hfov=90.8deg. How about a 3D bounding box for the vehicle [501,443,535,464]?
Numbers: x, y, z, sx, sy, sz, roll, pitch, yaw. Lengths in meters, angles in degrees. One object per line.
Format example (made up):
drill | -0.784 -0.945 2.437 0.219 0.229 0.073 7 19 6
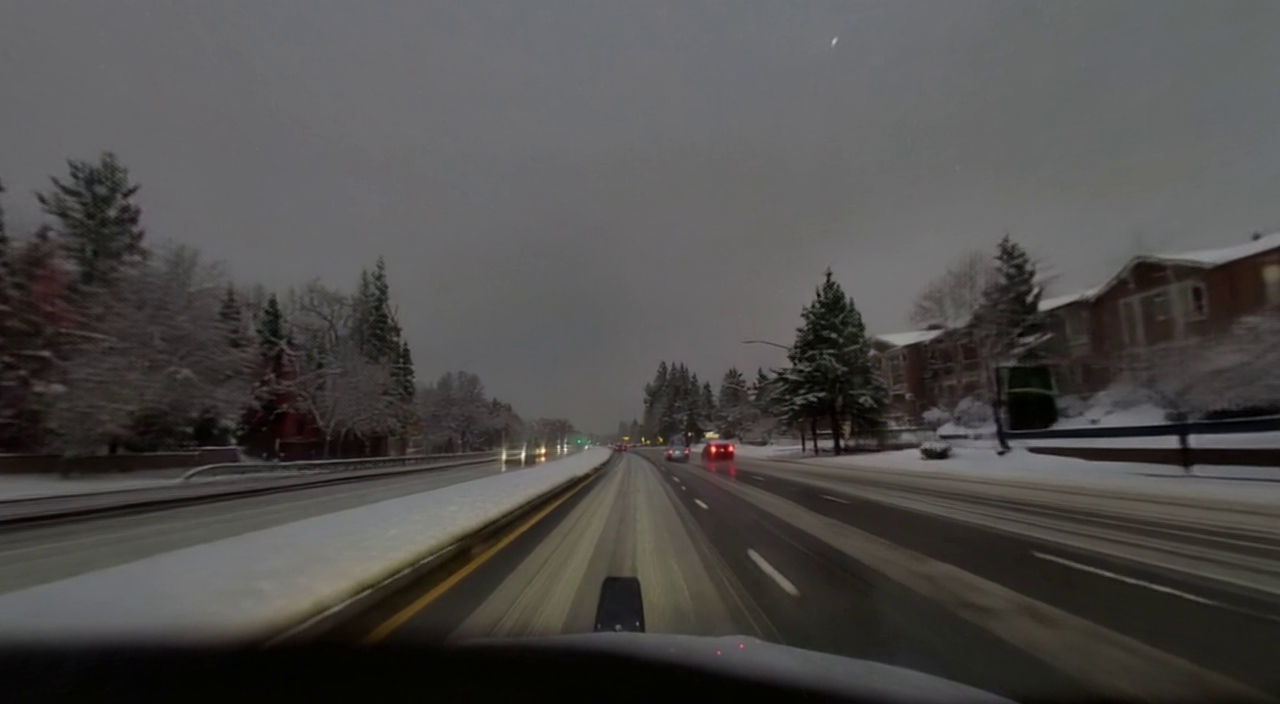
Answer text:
vehicle | -9.552 7.954 49.893 1.843 1.564 4.811 0 -8 -1

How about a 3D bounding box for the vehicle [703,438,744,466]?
vehicle | 5.632 6.796 43.046 1.946 1.773 4.641 1 -8 -2

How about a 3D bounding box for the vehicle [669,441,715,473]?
vehicle | 2.637 5.467 33.056 1.917 1.538 4.259 1 -8 -2
